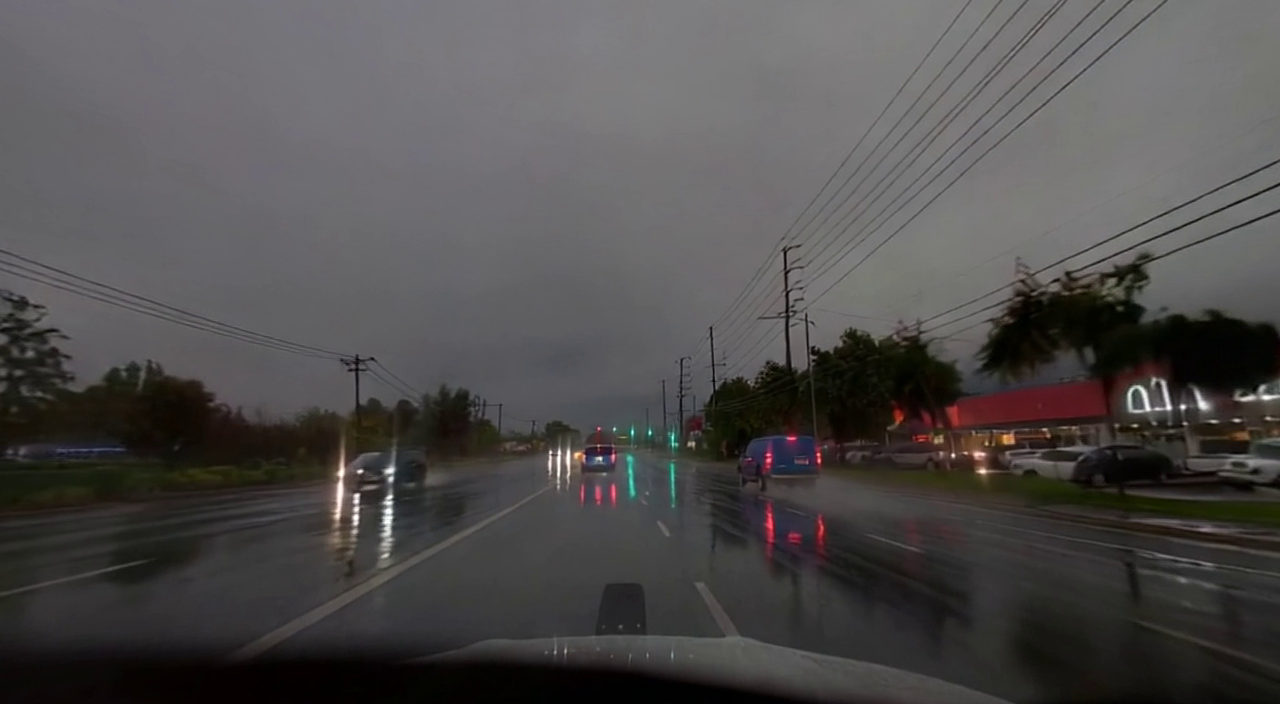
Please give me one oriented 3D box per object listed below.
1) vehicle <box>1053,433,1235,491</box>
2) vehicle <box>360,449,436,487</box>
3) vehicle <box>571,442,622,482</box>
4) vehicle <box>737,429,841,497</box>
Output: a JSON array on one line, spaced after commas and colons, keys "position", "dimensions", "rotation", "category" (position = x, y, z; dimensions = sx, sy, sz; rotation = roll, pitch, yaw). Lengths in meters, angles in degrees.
[{"position": [16.619, 3.613, 20.937], "dimensions": [4.323, 1.466, 1.878], "rotation": [-5, -8, -1], "category": "vehicle"}, {"position": [-11.845, 5.676, 31.180], "dimensions": [2.080, 1.688, 4.473], "rotation": [0, -9, -2], "category": "vehicle"}, {"position": [-1.887, 4.927, 28.531], "dimensions": [2.138, 1.672, 4.168], "rotation": [0, -9, -2], "category": "vehicle"}, {"position": [4.647, 3.547, 20.411], "dimensions": [2.107, 1.928, 4.471], "rotation": [0, -9, -2], "category": "vehicle"}]
